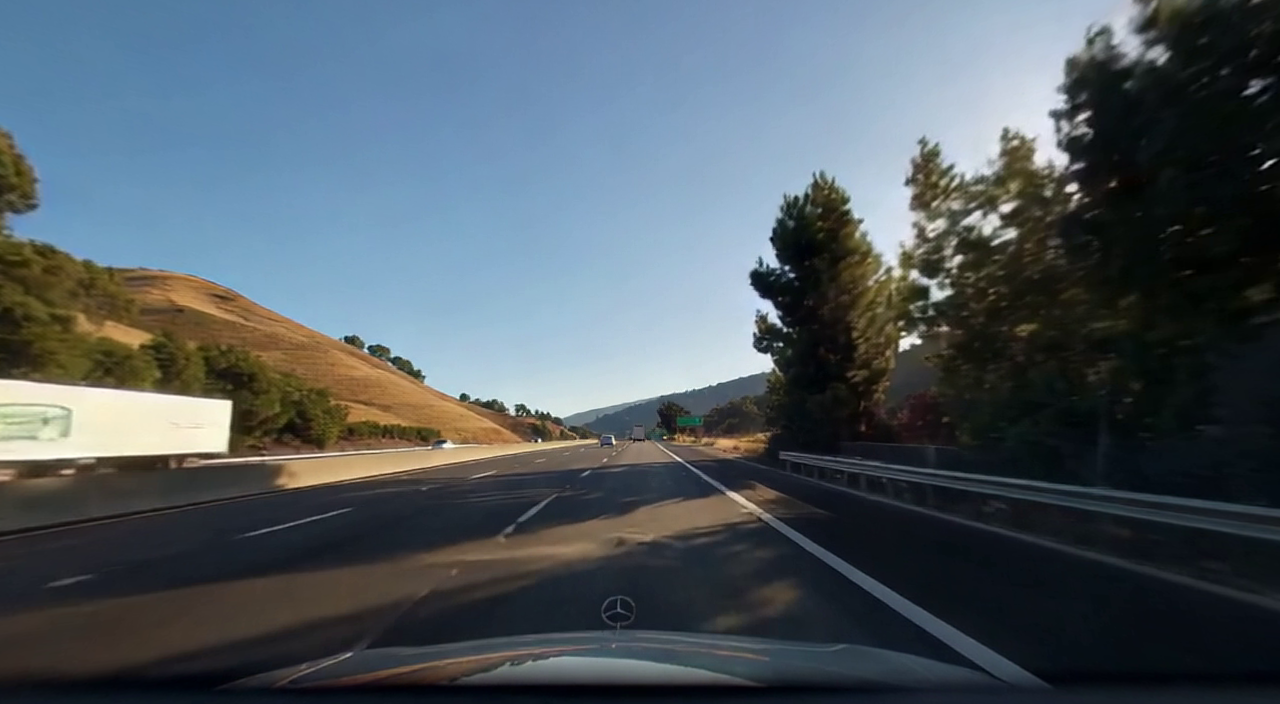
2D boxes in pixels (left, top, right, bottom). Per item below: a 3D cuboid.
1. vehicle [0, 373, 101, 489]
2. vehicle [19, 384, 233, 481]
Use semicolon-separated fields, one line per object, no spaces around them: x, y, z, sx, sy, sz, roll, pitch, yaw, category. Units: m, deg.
-23.287;2.532;20.169;3.030;3.937;10.121;0;-8;-1;vehicle
-23.412;3.789;29.544;2.887;3.875;8.389;0;-8;0;vehicle
